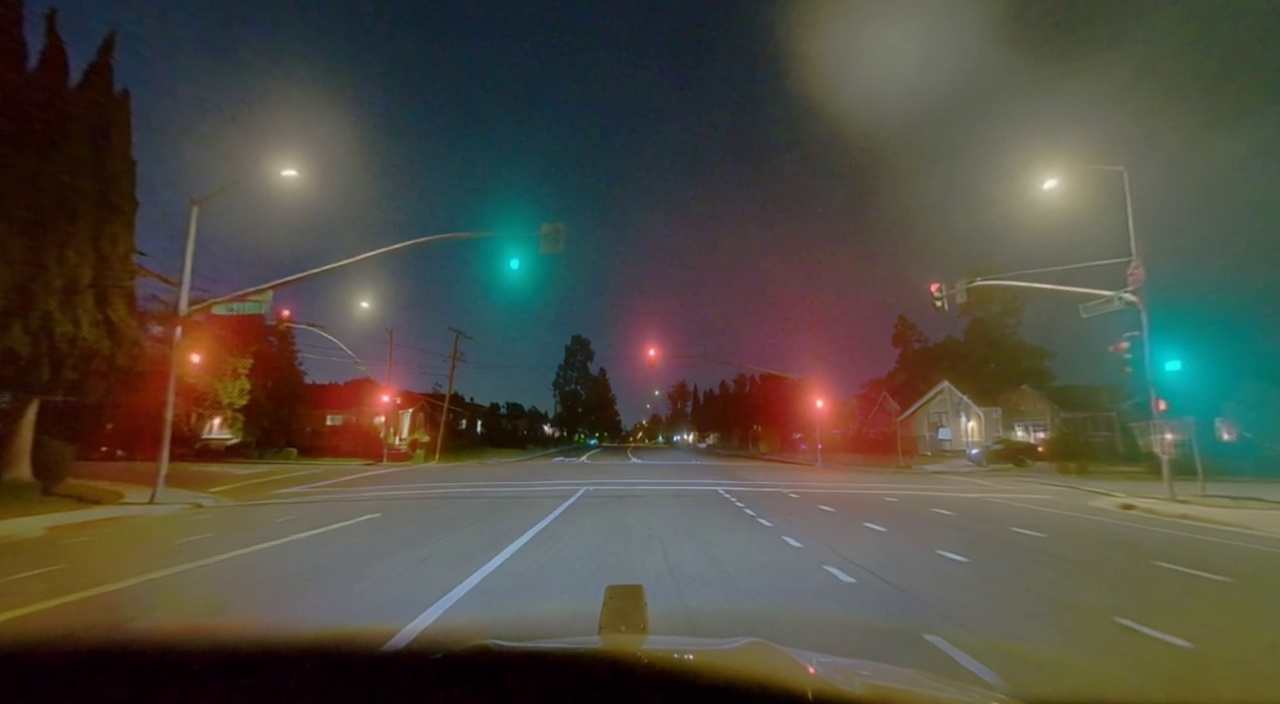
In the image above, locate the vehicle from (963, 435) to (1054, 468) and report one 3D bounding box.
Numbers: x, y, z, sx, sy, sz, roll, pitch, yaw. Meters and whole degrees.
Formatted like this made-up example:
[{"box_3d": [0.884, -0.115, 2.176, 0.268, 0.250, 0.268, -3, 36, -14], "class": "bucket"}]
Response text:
[{"box_3d": [22.954, 6.197, 39.502, 2.030, 1.927, 4.853, 2, -9, -14], "class": "vehicle"}]
